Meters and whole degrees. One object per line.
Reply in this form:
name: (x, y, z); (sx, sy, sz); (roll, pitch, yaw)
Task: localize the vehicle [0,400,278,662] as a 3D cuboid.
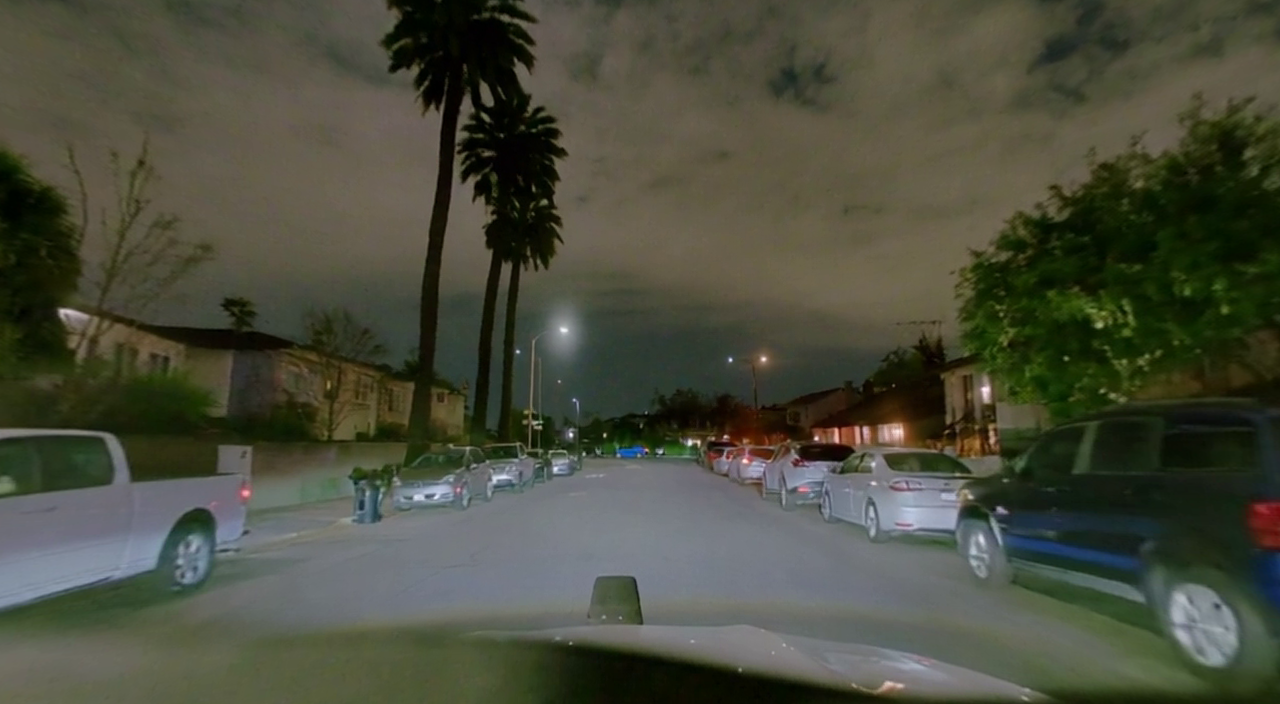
vehicle: (-5.496, 1.353, 5.008); (2.020, 1.819, 5.168); (-1, -9, 2)

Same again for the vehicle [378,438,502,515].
vehicle: (-5.247, 3.310, 17.271); (1.947, 1.803, 4.381); (0, -9, 0)

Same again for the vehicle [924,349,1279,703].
vehicle: (4.209, 1.244, 4.866); (1.964, 1.889, 4.708); (1, -9, 2)
